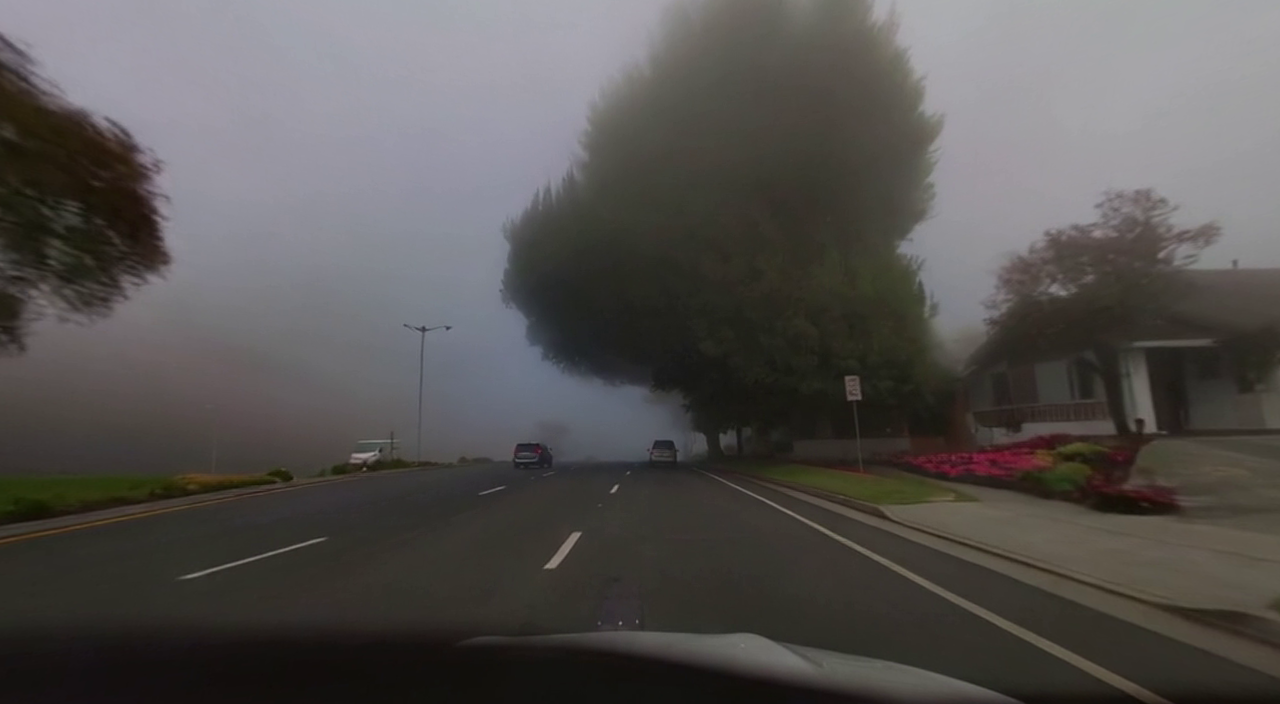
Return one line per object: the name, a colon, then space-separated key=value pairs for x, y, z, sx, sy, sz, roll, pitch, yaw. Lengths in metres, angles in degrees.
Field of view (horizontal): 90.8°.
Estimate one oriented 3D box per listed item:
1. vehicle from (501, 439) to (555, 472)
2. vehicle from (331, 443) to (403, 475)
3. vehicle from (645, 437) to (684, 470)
vehicle: x=-5.931 y=5.548 z=34.025 sx=1.993 sy=1.657 sz=4.487 roll=0 pitch=-8 yaw=2
vehicle: x=-19.419 y=7.610 z=45.258 sx=2.332 sy=2.099 sz=6.029 roll=0 pitch=-8 yaw=1
vehicle: x=1.391 y=5.858 z=36.620 sx=2.070 sy=1.764 sz=4.552 roll=0 pitch=-8 yaw=2
